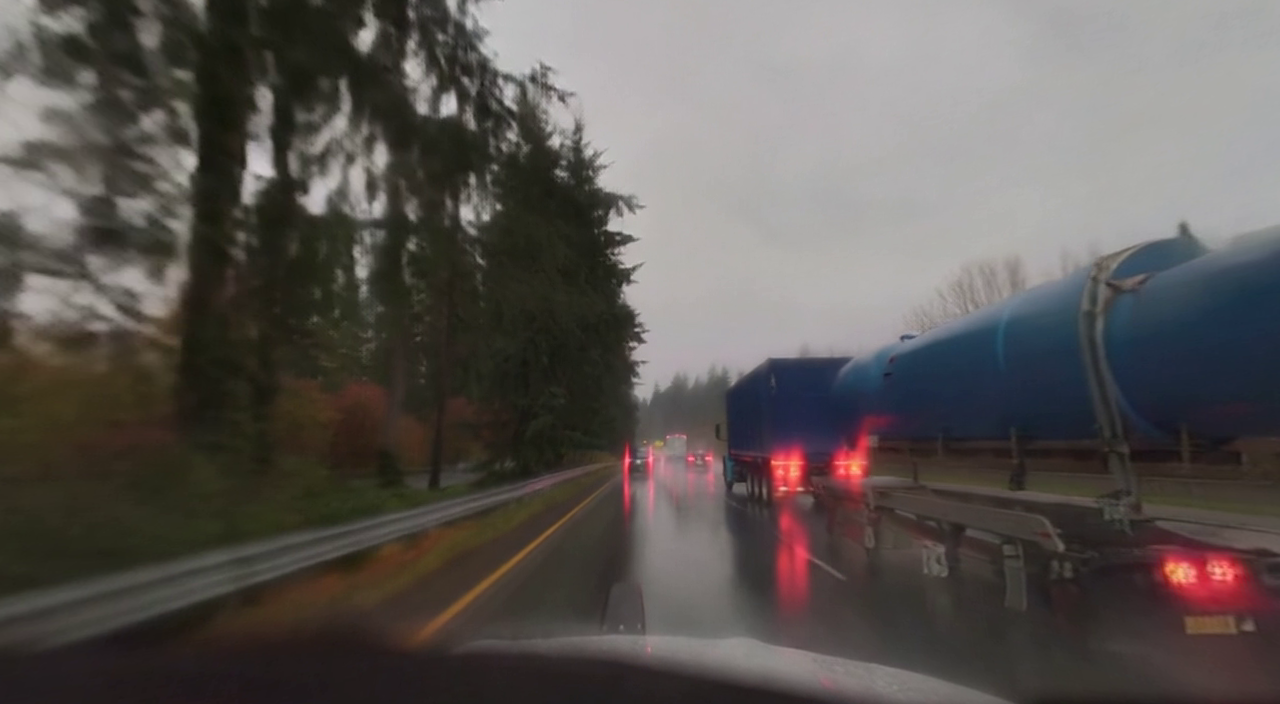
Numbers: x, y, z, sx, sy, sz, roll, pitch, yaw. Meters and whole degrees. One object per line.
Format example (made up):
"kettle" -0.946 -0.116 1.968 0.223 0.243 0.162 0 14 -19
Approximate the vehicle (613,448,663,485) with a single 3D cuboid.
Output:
"vehicle" -0.092 4.926 27.480 2.003 1.490 3.636 0 -9 0

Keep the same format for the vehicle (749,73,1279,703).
"vehicle" 3.962 1.002 9.081 2.694 3.453 11.641 0 -9 0
